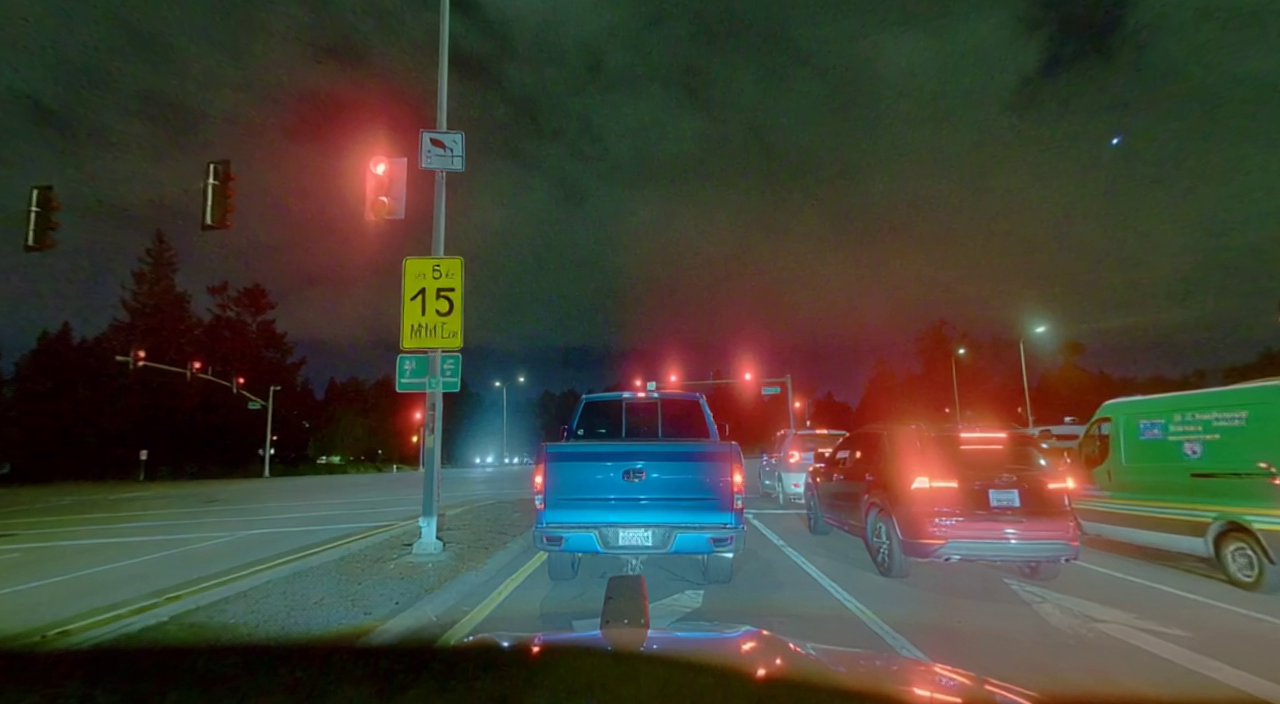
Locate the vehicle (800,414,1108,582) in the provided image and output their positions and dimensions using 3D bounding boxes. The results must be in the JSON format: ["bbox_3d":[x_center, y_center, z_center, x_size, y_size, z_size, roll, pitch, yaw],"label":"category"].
[{"bbox_3d":[3.563,1.717,8.189,1.981,1.616,4.006,0,-8,1],"label":"vehicle"}]

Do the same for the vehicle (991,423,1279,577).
[{"bbox_3d":[6.828,1.740,8.262,1.973,1.470,4.228,0,-8,-1],"label":"vehicle"}]

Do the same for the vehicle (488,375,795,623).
[{"bbox_3d":[0.048,1.477,7.359,2.326,1.880,4.964,0,-8,1],"label":"vehicle"}]
